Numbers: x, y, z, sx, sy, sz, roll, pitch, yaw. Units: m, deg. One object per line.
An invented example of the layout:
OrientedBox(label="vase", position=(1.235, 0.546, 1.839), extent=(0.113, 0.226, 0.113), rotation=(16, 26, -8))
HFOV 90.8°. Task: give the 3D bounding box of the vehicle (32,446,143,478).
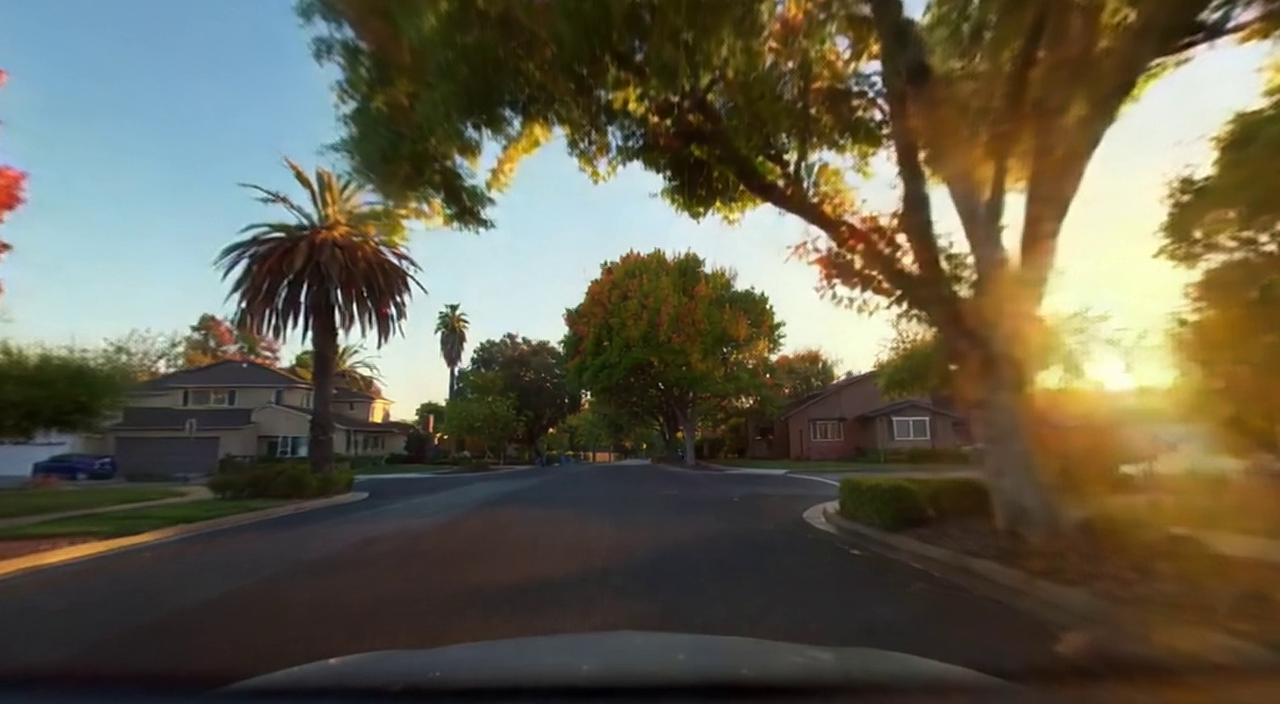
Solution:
OrientedBox(label="vehicle", position=(-30.216, 6.049, 34.677), extent=(4.023, 1.692, 2.024), rotation=(0, -10, -2))
